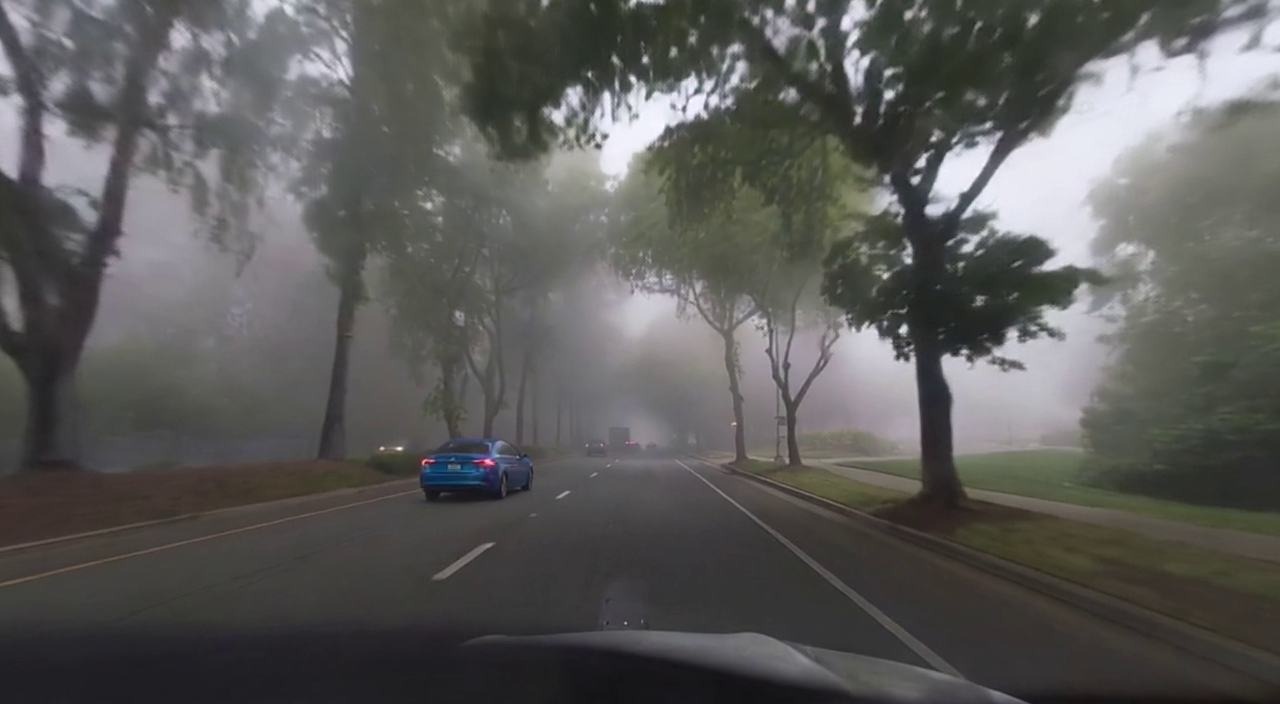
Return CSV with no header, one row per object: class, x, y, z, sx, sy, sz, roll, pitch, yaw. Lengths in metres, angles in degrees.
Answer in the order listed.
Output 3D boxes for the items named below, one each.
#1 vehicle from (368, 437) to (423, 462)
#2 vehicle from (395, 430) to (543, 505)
vehicle,-17.595,7.041,45.637,2.016,1.742,4.660,0,-8,1
vehicle,-3.688,2.588,14.574,2.033,1.454,4.512,0,-8,2
